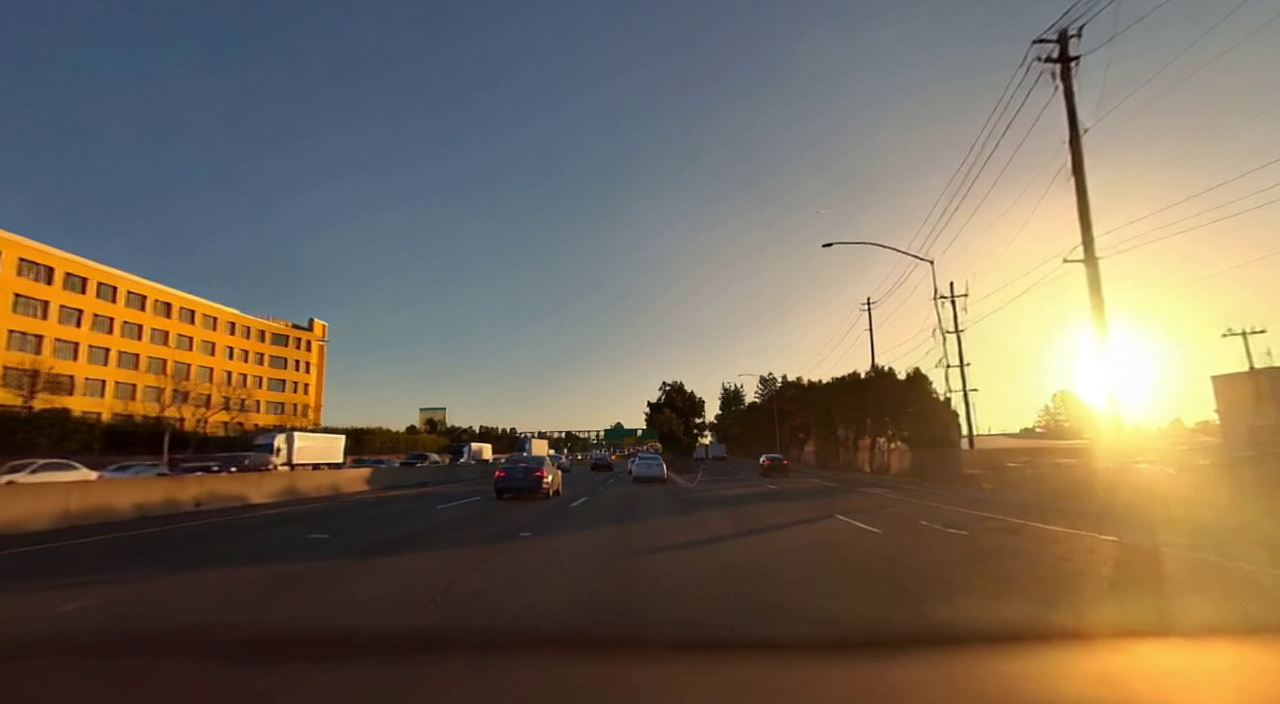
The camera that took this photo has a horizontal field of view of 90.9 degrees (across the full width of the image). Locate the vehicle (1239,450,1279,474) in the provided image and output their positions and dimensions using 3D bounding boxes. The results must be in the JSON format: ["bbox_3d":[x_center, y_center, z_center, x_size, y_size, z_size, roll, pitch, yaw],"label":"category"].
[{"bbox_3d":[43.483,7.500,43.001,3.458,1.409,1.632,-3,-8,-2],"label":"vehicle"}]

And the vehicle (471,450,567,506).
[{"bbox_3d":[-3.697,3.917,20.170,2.059,1.508,4.662,-1,-8,1],"label":"vehicle"}]

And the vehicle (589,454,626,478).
[{"bbox_3d":[-2.182,7.819,43.317,2.034,1.466,4.363,-1,-8,4],"label":"vehicle"}]

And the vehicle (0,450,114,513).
[{"bbox_3d":[-16.567,3.353,16.502,1.880,1.491,4.310,0,-8,0],"label":"vehicle"}]

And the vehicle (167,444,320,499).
[{"bbox_3d":[-12.419,3.731,20.189,1.991,1.537,4.464,0,-8,0],"label":"vehicle"}]

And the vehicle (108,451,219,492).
[{"bbox_3d":[-24.138,6.016,32.192,1.871,1.886,4.814,0,-8,0],"label":"vehicle"}]

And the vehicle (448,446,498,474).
[{"bbox_3d":[-12.551,8.155,47.893,2.133,1.970,5.950,-1,-8,0],"label":"vehicle"}]

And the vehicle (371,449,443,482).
[{"bbox_3d":[-12.441,6.072,34.008,2.037,1.574,4.757,-1,-8,1],"label":"vehicle"}]

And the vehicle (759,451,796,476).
[{"bbox_3d":[10.709,8.734,49.601,2.106,1.817,4.845,-1,-8,4],"label":"vehicle"}]

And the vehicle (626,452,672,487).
[{"bbox_3d":[0.450,5.800,31.392,2.107,1.538,3.999,-1,-8,1],"label":"vehicle"}]
